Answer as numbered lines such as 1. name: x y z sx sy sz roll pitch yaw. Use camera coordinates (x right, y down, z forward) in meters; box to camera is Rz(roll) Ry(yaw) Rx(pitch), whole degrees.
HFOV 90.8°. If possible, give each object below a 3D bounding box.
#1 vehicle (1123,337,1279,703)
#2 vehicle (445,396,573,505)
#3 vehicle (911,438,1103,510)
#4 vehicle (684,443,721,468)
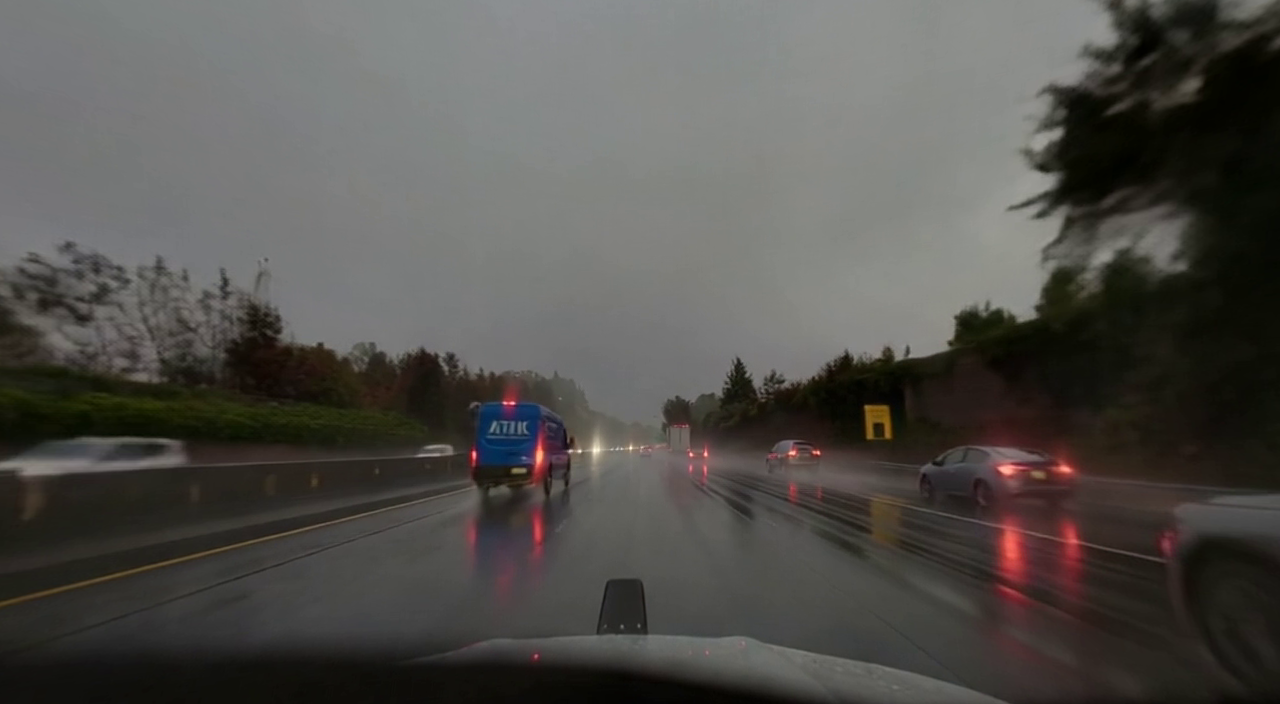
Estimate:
1. vehicle: 3.714 0.540 0.987 2.025 1.706 4.797 0 -9 -1
2. vehicle: -3.577 2.937 19.007 2.380 2.648 6.879 0 -9 0
3. vehicle: 8.721 2.918 15.558 1.838 1.490 4.460 0 -9 -3
4. vehicle: 4.273 7.182 43.838 2.066 1.638 4.158 0 -9 -1
